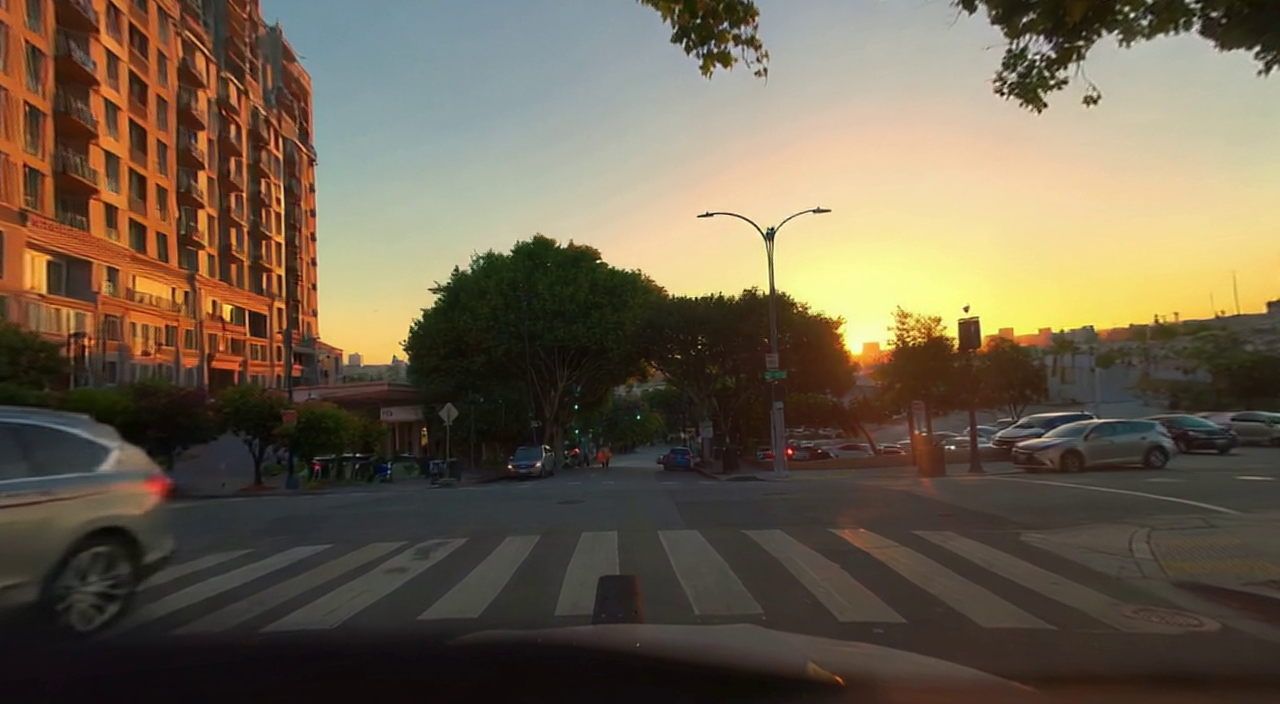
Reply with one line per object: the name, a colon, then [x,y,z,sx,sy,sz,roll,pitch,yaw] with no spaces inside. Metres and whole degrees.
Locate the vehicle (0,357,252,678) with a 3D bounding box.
vehicle: [-5.008,0.958,3.078,2.395,1.865,5.982,-5,-9,1]

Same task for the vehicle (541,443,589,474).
vehicle: [-4.425,6.348,37.951,2.102,1.768,4.290,-1,-8,3]

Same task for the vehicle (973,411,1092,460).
vehicle: [16.753,3.654,27.288,2.041,1.921,4.574,0,-9,-2]

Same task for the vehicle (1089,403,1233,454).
vehicle: [22.315,3.398,27.433,2.137,1.962,4.988,-1,-9,3]

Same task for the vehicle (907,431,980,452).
vehicle: [23.033,6.817,48.078,4.528,1.475,2.070,-1,-8,3]

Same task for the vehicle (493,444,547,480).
vehicle: [-7.601,7.013,40.567,2.193,1.814,5.061,-9,-9,0]

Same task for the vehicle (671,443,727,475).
vehicle: [3.191,5.676,33.728,1.942,1.603,3.785,-4,-9,22]

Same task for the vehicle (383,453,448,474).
vehicle: [-16.895,8.382,47.647,4.203,1.544,1.889,0,-8,1]
